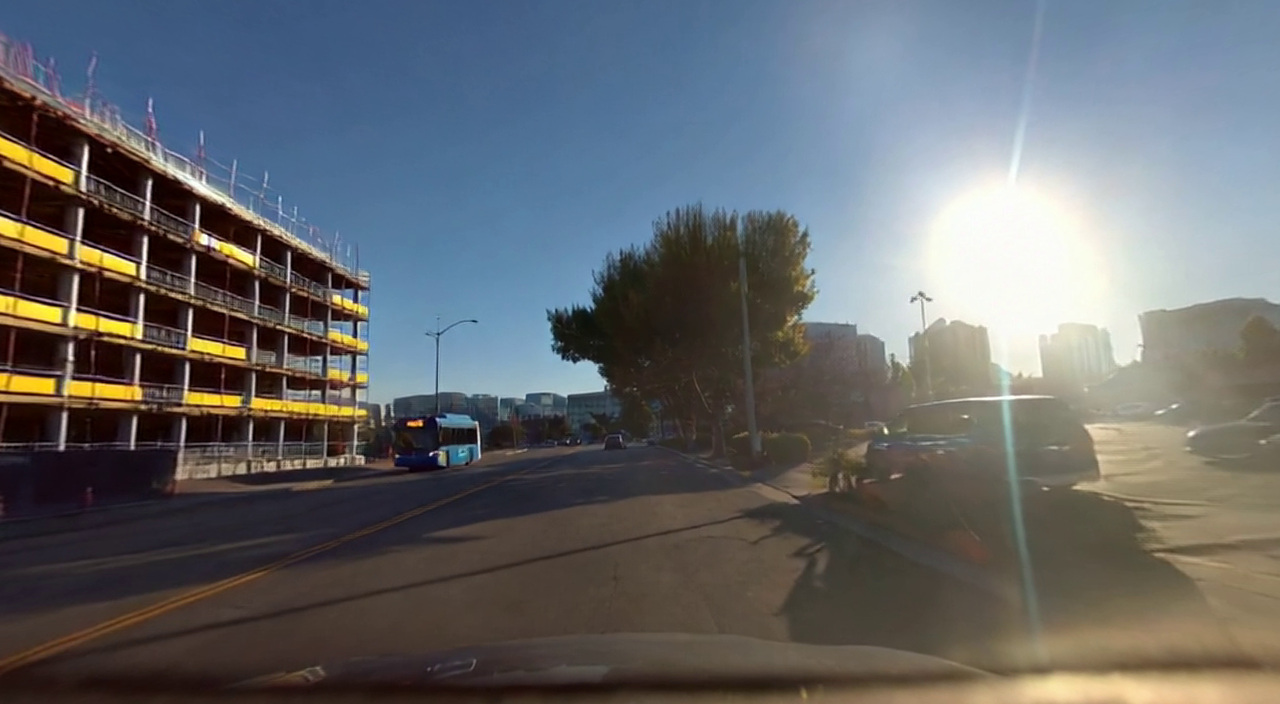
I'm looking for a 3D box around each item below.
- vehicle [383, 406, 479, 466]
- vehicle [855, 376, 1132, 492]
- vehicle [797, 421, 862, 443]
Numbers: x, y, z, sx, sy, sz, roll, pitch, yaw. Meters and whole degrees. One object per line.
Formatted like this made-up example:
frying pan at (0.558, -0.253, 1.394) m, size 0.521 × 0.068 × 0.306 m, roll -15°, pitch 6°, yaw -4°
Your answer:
vehicle at (-10.810, 4.411, 33.366) m, size 2.979 × 2.803 × 5.962 m, roll -1°, pitch -7°, yaw 0°
vehicle at (6.870, 1.775, 13.418) m, size 2.267 × 1.911 × 5.816 m, roll 0°, pitch -8°, yaw -3°
vehicle at (13.070, 5.563, 43.698) m, size 3.897 × 1.470 × 1.829 m, roll 0°, pitch -8°, yaw -2°
